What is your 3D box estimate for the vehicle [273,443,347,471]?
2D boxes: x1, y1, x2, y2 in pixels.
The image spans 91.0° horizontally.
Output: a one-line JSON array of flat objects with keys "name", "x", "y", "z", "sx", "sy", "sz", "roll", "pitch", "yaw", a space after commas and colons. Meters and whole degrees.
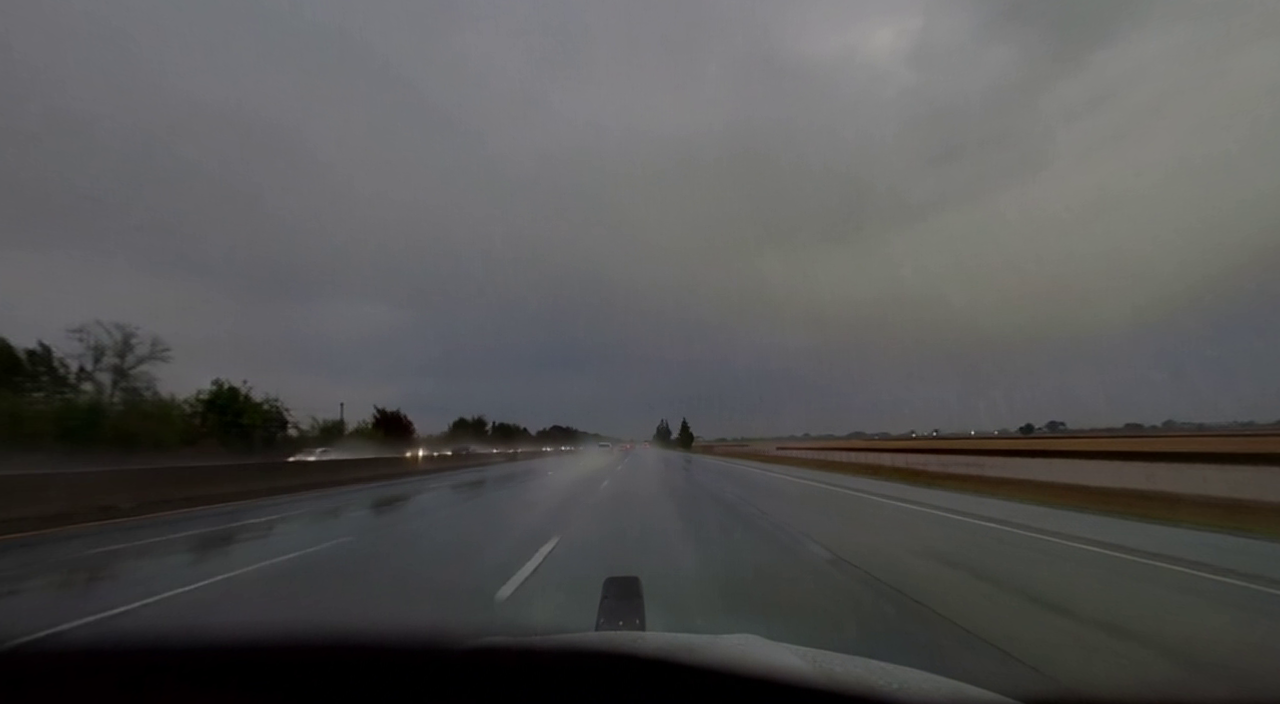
[{"name": "vehicle", "x": -24.643, "y": 7.840, "z": 47.357, "sx": 2.255, "sy": 1.945, "sz": 5.875, "roll": 0, "pitch": -9, "yaw": 1}]
